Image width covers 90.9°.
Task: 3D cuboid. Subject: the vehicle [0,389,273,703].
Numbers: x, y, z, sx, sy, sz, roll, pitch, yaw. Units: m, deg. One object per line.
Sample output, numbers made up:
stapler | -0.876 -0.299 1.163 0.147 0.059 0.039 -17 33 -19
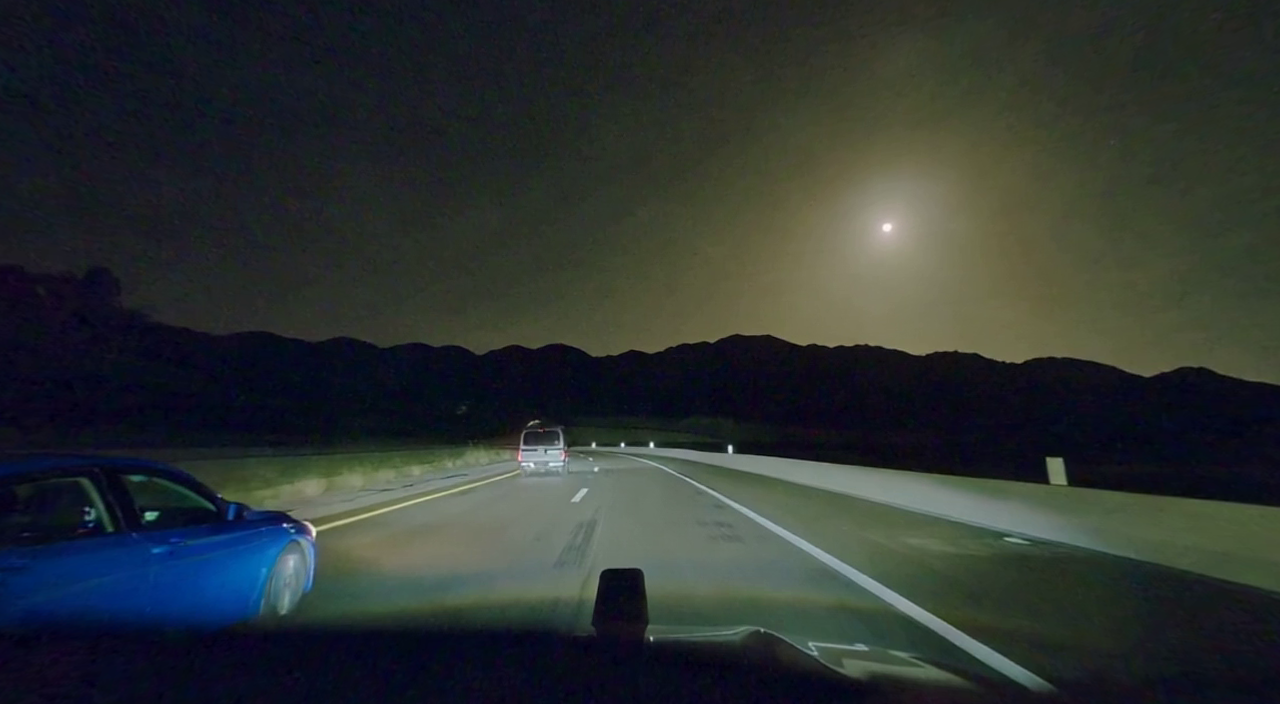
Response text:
vehicle | -4.021 0.898 2.671 2.097 1.511 4.585 0 -8 1

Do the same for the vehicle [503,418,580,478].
vehicle | -3.948 4.001 26.383 2.444 2.204 5.568 0 -8 -1
